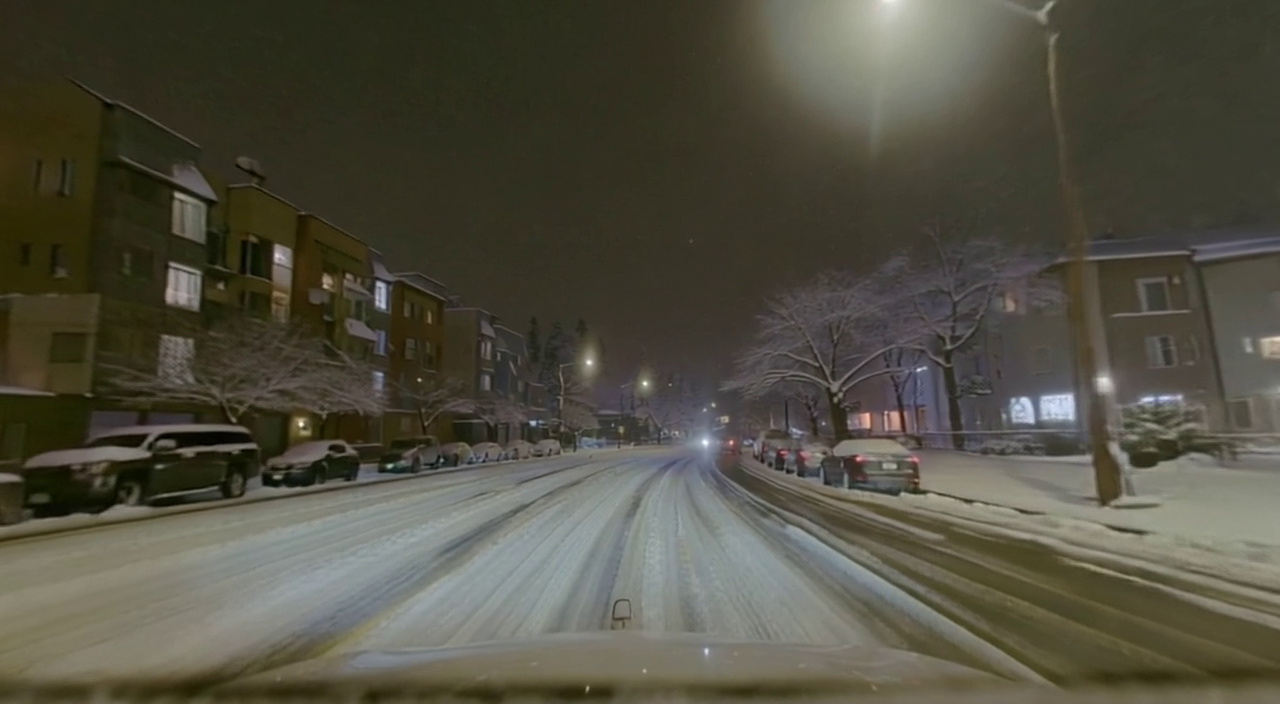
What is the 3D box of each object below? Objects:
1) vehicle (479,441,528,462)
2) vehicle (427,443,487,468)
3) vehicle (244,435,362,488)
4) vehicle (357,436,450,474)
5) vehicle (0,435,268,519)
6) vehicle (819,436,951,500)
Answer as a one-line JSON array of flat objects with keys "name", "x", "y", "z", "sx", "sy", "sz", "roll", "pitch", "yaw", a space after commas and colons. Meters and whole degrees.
[{"name": "vehicle", "x": -10.101, "y": 7.375, "z": 47.032, "sx": 1.873, "sy": 1.467, "sz": 4.644, "roll": -2, "pitch": -8, "yaw": 10}, {"name": "vehicle", "x": -11.341, "y": 6.402, "z": 39.496, "sx": 1.829, "sy": 1.449, "sz": 4.713, "roll": -1, "pitch": -8, "yaw": 7}, {"name": "vehicle", "x": -12.723, "y": 4.139, "z": 24.254, "sx": 2.001, "sy": 1.836, "sz": 4.471, "roll": 0, "pitch": -8, "yaw": 1}, {"name": "vehicle", "x": -12.219, "y": 5.359, "z": 33.180, "sx": 2.137, "sy": 1.835, "sz": 5.833, "roll": -1, "pitch": -8, "yaw": 6}, {"name": "vehicle", "x": -12.734, "y": 3.127, "z": 16.631, "sx": 2.290, "sy": 1.799, "sz": 5.801, "roll": 0, "pitch": -8, "yaw": 0}, {"name": "vehicle", "x": 6.352, "y": 3.035, "z": 17.023, "sx": 1.947, "sy": 1.487, "sz": 4.549, "roll": 0, "pitch": -8, "yaw": 3}]
